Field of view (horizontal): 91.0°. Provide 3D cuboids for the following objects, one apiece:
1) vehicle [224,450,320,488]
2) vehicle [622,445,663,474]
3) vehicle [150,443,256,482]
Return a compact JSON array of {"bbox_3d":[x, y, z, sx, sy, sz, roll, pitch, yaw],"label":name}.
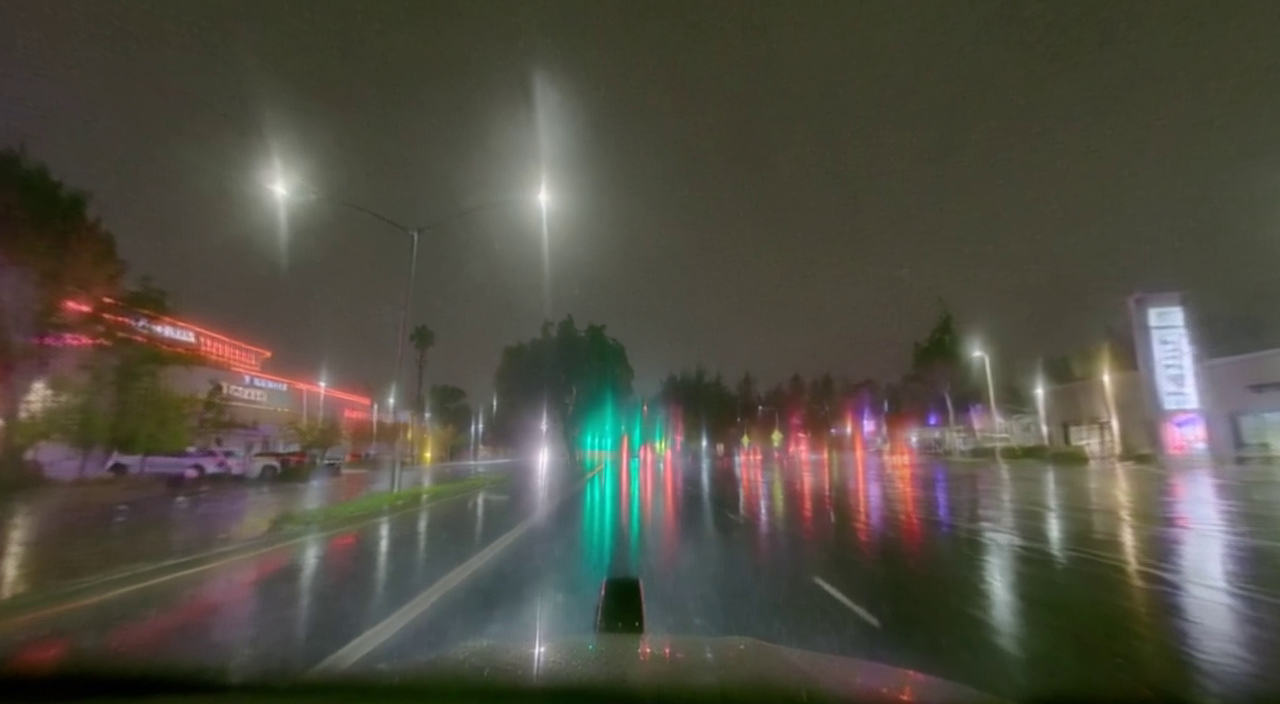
[{"bbox_3d":[-19.422,6.166,33.565,2.072,1.804,5.136,0,-8,-1],"label":"vehicle"},{"bbox_3d":[0.070,5.701,33.716,1.998,1.452,3.773,0,-8,-2],"label":"vehicle"},{"bbox_3d":[-24.124,6.087,35.054,2.146,1.939,5.462,1,-8,-2],"label":"vehicle"}]
